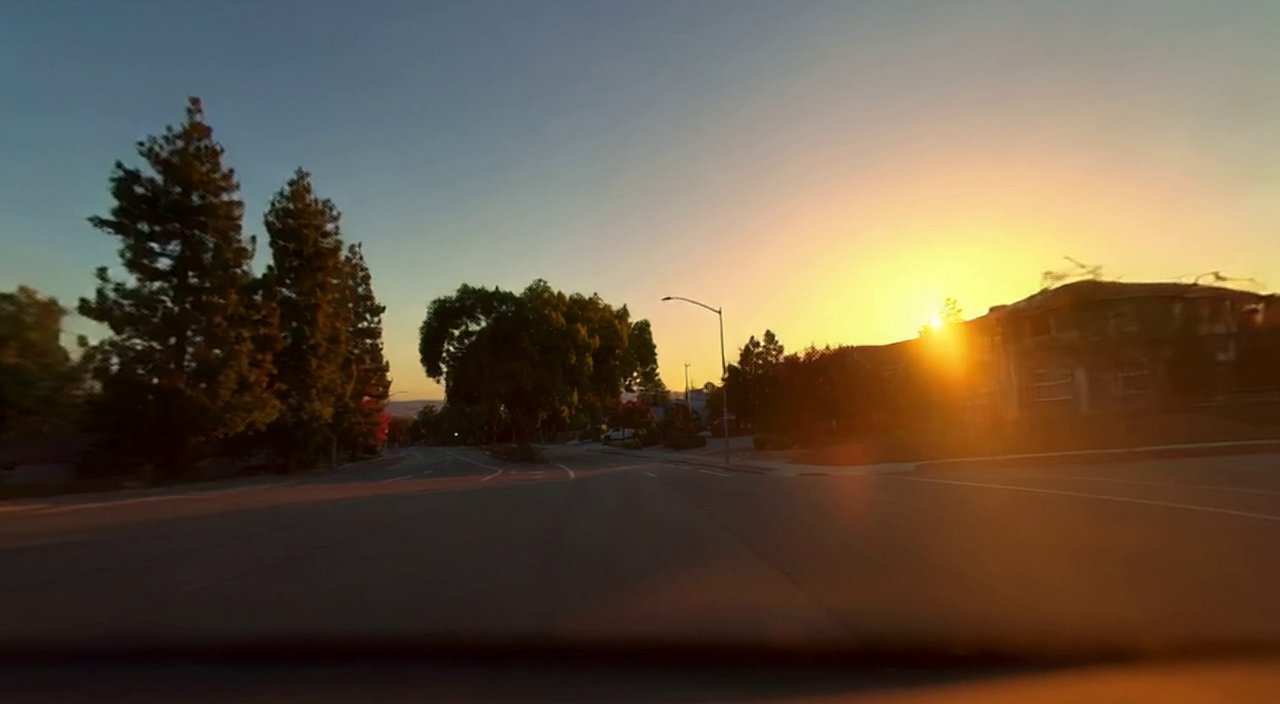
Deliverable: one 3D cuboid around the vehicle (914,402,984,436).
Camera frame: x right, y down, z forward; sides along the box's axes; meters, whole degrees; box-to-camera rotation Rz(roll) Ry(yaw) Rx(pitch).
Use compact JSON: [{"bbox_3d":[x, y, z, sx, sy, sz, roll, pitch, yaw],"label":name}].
[{"bbox_3d":[18.278,3.987,37.127,4.740,1.779,2.023,8,-12,-43],"label":"vehicle"}]
